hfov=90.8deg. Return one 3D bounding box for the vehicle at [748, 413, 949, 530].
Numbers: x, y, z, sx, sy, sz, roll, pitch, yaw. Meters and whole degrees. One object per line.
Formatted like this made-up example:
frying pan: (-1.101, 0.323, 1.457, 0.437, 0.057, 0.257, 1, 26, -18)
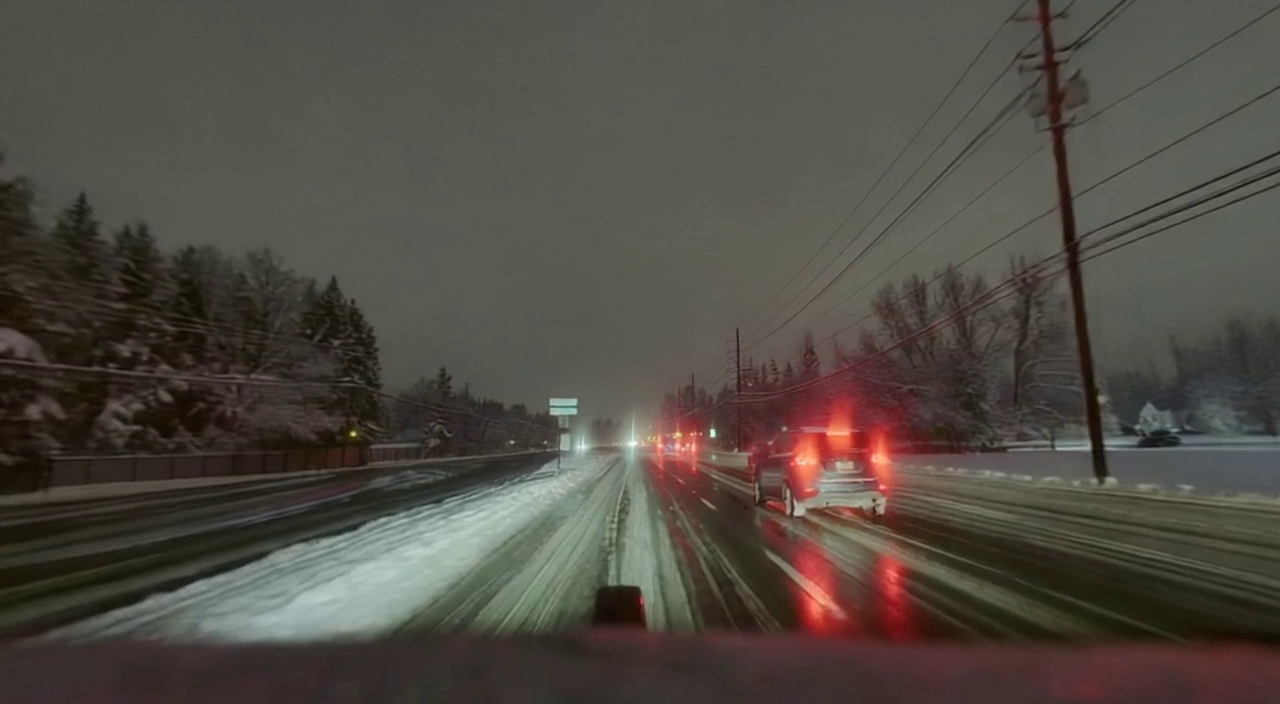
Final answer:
vehicle: (3.377, 2.034, 11.222, 2.078, 1.668, 4.078, 0, -8, -1)
